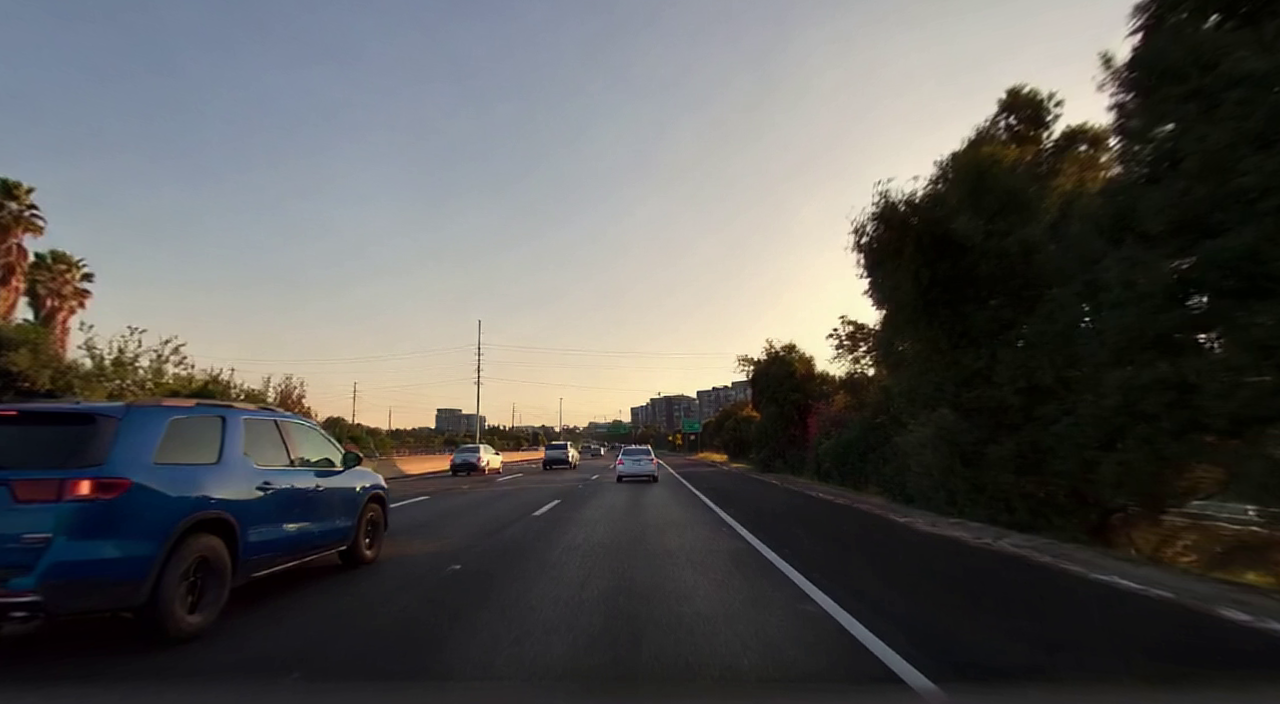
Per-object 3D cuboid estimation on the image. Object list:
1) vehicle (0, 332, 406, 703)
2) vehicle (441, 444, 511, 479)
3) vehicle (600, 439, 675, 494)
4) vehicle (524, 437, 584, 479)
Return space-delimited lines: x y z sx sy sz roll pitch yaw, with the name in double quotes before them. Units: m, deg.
"vehicle" -3.725 1.141 4.761 2.133 1.789 4.518 0 -8 0
"vehicle" -7.428 4.987 29.072 1.902 1.467 4.574 -1 -8 2
"vehicle" -0.063 3.445 19.300 2.047 1.473 3.978 0 -8 0
"vehicle" -3.738 4.711 28.274 1.993 1.717 4.321 -1 -8 1
